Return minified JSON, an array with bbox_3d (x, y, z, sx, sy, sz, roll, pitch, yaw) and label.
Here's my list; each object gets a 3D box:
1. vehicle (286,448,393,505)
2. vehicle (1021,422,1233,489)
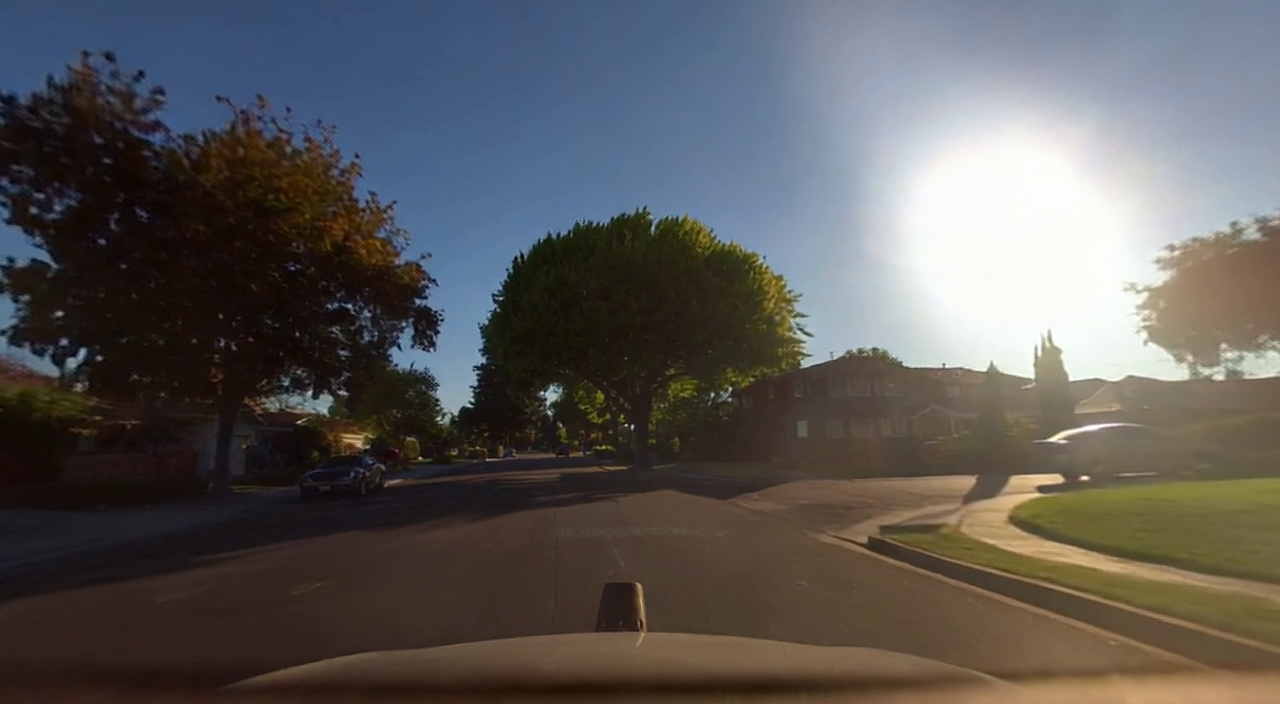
[{"bbox_3d":[-9.493,3.928,20.280,1.938,1.499,4.290,-2,-9,-9],"label":"vehicle"},{"bbox_3d":[14.330,3.027,18.658,4.933,1.817,2.014,1,-9,-9],"label":"vehicle"}]
